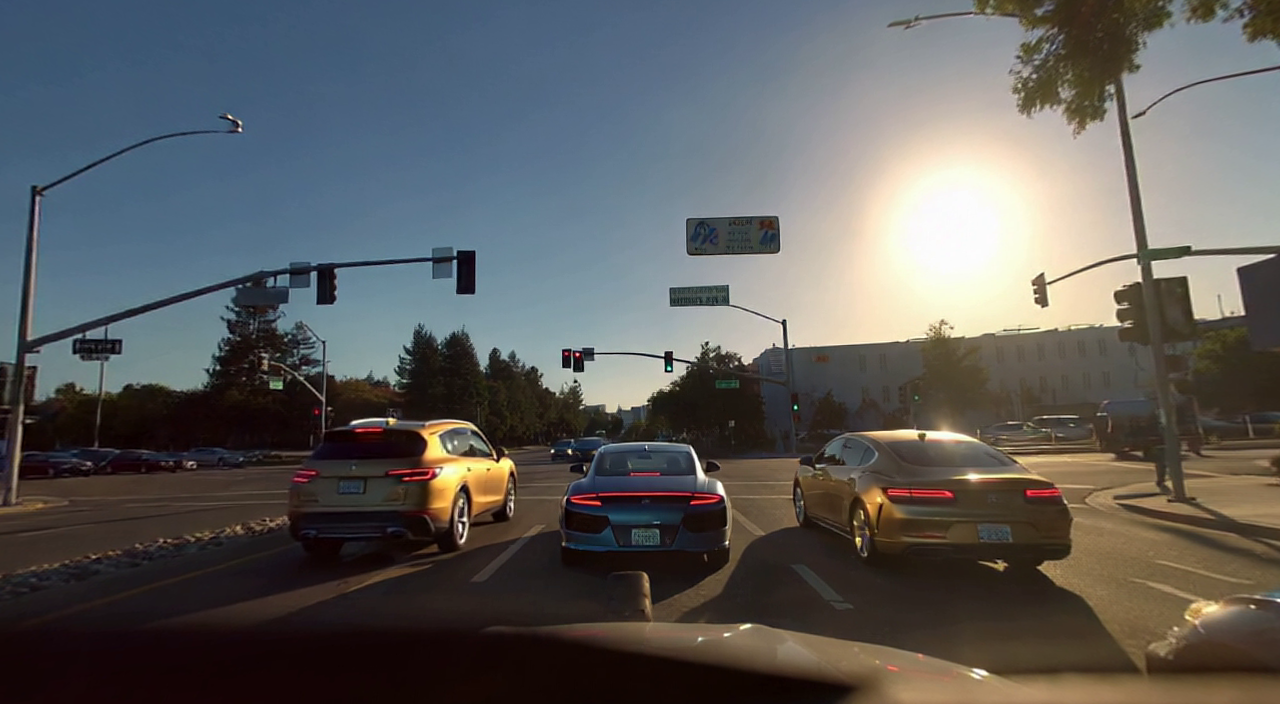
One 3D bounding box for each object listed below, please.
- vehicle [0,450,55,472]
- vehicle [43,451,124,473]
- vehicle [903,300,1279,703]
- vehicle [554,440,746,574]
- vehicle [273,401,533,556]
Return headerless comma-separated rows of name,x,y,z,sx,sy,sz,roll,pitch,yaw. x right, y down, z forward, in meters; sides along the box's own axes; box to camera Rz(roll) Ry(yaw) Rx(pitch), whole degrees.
vehicle,-46.156,7.968,46.175,4.545,1.558,1.833,0,-8,-4
vehicle,-41.290,8.159,46.803,4.195,1.533,1.752,0,-8,-3
vehicle,3.104,0.801,2.540,2.143,1.759,4.531,0,-8,0
vehicle,0.116,1.872,8.388,1.945,1.343,3.827,0,-8,1
vehicle,-3.170,1.830,9.800,2.061,1.781,4.842,0,-8,1
